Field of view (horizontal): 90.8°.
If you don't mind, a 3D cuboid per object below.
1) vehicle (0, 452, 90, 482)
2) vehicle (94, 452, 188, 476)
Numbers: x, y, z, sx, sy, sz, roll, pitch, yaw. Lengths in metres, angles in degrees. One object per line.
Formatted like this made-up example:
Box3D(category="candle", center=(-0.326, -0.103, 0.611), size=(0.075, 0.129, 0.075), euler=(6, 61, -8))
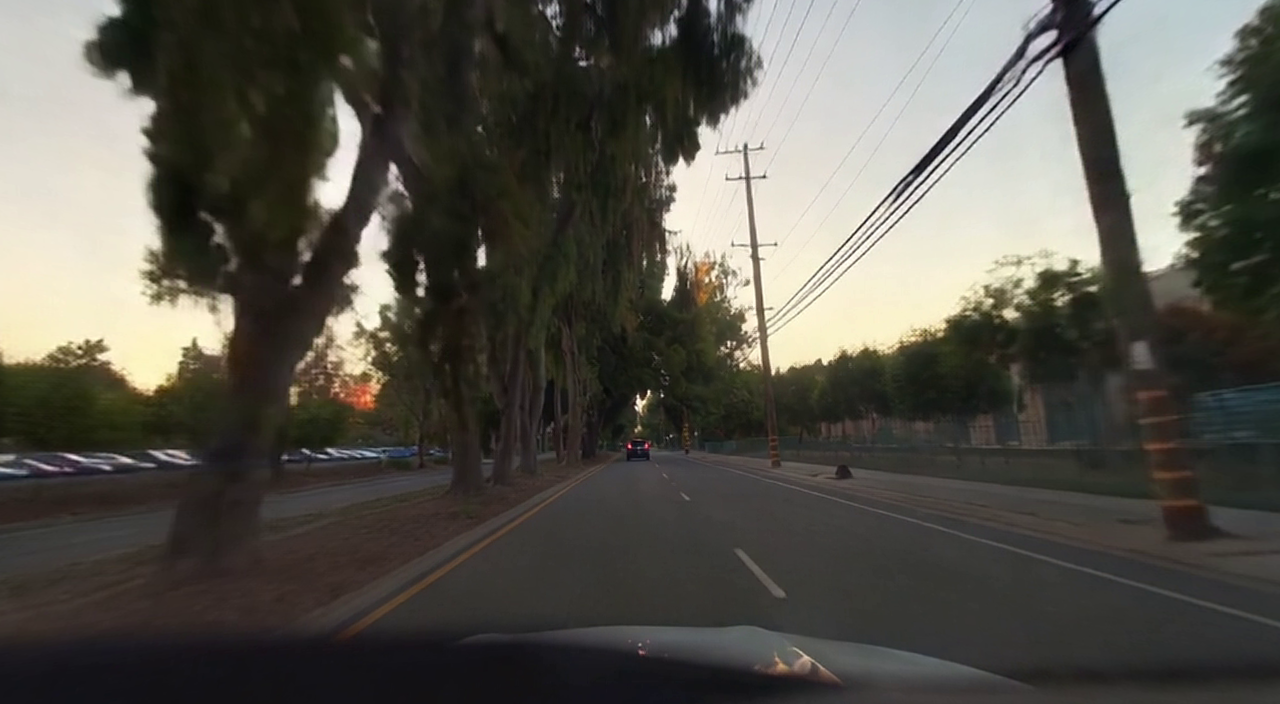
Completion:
Box3D(category="vehicle", center=(-34.094, 6.432, 35.488), size=(4.551, 1.559, 1.967), euler=(-1, -9, 2))
Box3D(category="vehicle", center=(-33.624, 7.539, 42.641), size=(4.557, 1.493, 2.049), euler=(0, -9, 0))
